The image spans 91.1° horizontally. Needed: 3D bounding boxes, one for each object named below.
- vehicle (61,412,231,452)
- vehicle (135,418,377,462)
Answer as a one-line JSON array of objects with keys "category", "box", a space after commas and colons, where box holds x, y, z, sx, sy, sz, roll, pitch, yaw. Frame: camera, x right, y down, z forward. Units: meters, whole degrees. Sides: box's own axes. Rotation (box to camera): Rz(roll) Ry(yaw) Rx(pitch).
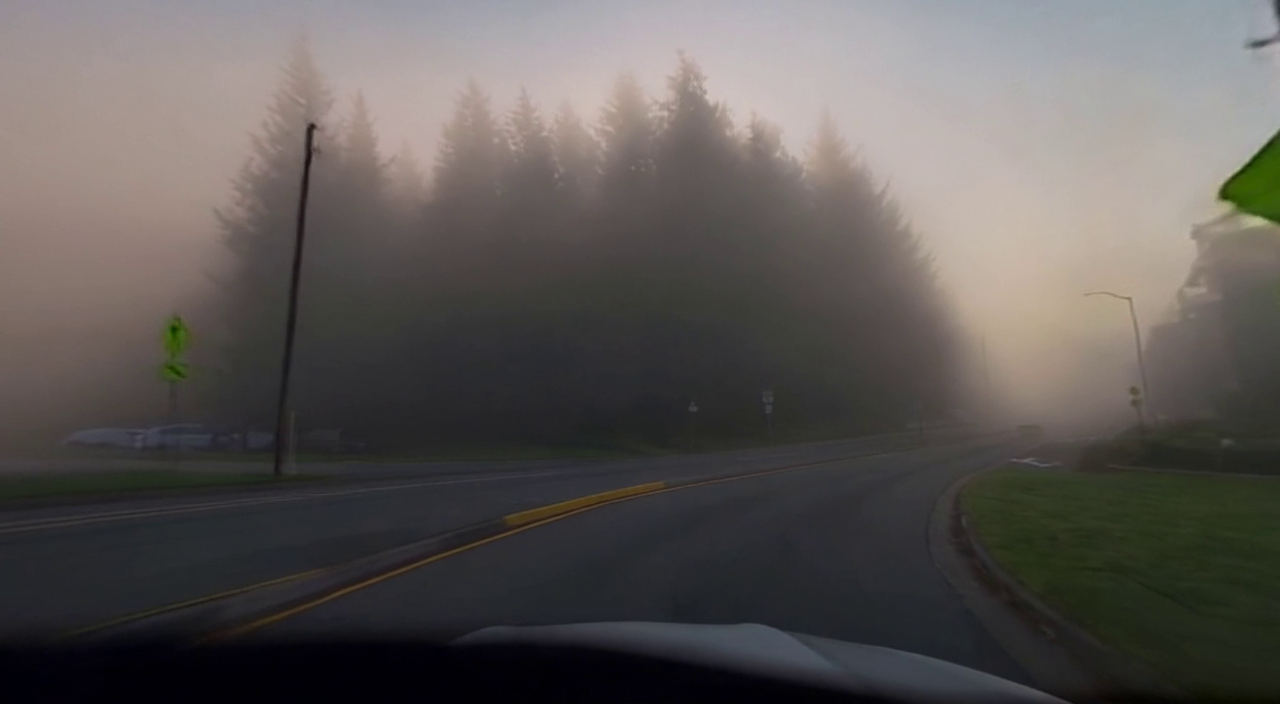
[{"category": "vehicle", "box": [-38.546, 6.287, 49.567, 3.331, 2.799, 9.802, -3, -7, 29]}, {"category": "vehicle", "box": [-23.477, 5.595, 39.815, 2.837, 2.354, 12.960, -6, -10, 35]}]
